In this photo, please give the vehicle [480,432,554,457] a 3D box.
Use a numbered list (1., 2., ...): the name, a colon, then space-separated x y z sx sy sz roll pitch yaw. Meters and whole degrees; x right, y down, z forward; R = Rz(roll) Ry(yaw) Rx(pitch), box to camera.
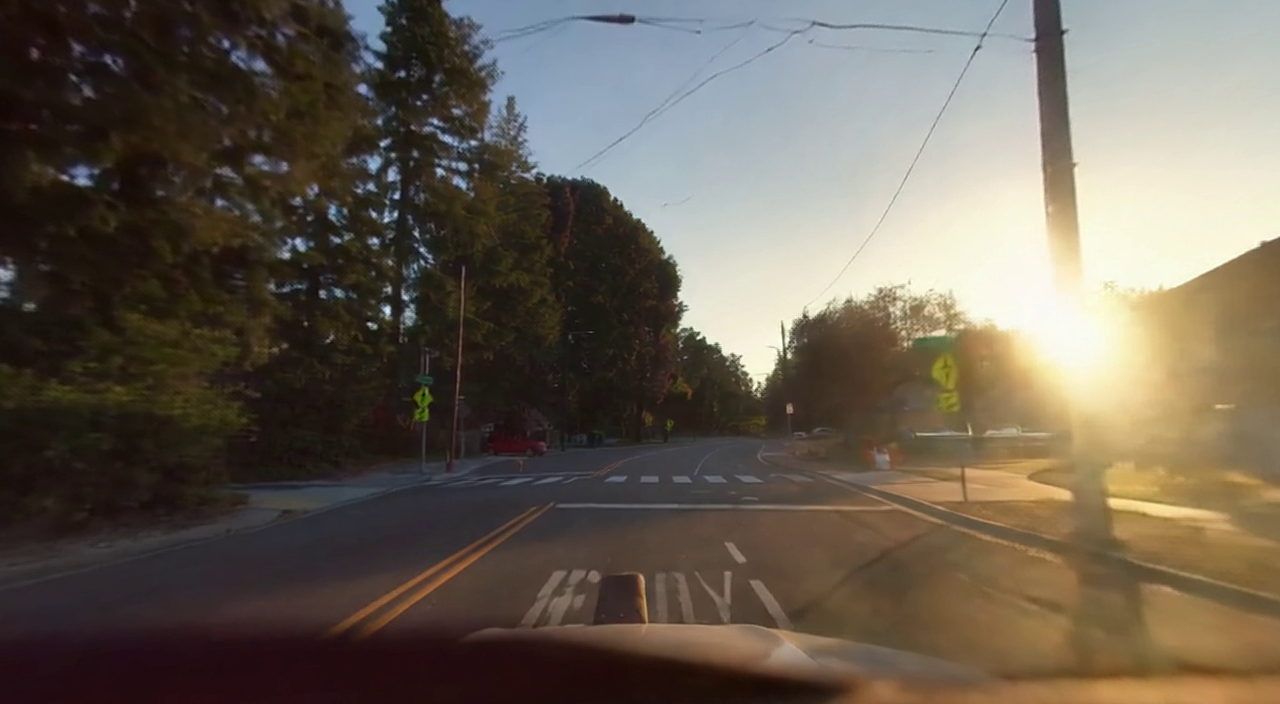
1. vehicle: -8.040 6.077 41.560 4.377 1.596 1.836 -2 -9 15
